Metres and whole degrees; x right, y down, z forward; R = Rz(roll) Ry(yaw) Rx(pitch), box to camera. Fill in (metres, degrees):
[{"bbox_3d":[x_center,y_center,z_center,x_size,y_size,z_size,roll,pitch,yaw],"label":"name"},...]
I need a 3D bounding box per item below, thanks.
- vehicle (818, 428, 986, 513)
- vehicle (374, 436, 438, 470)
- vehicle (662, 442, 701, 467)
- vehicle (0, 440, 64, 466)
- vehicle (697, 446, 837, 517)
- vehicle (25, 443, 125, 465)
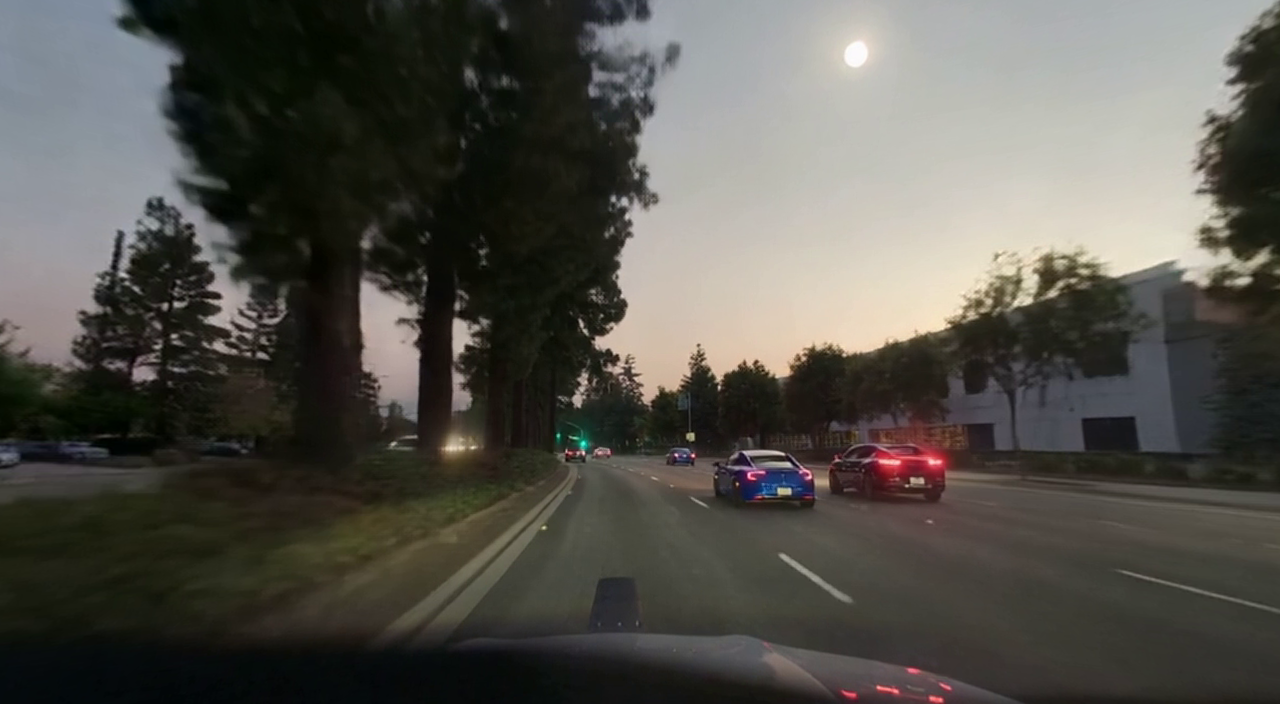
[{"bbox_3d":[6.053,2.781,15.302,1.987,1.730,4.373,0,-9,-3],"label":"vehicle"},{"bbox_3d":[-13.056,5.680,35.617,2.202,1.770,4.742,1,-9,-6],"label":"vehicle"},{"bbox_3d":[2.914,7.280,45.026,1.931,1.685,4.054,1,-9,-9],"label":"vehicle"},{"bbox_3d":[-36.664,5.819,36.551,4.431,1.453,1.963,2,-9,-9],"label":"vehicle"},{"bbox_3d":[2.660,2.829,14.400,1.990,1.347,4.388,1,-9,-4],"label":"vehicle"},{"bbox_3d":[-37.600,6.804,42.175,4.555,1.448,1.912,1,-9,-8],"label":"vehicle"}]
